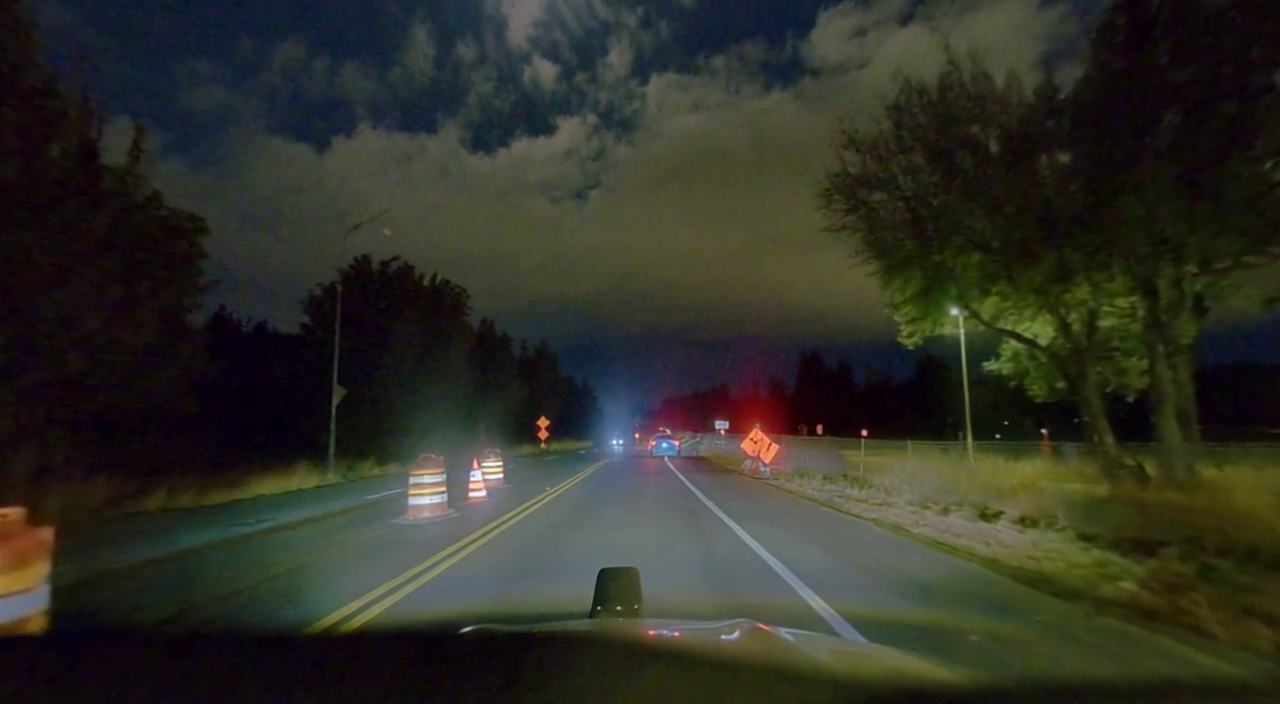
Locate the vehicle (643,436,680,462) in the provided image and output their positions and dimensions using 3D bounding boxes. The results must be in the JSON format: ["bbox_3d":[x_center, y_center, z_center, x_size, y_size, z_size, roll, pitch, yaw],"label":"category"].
[{"bbox_3d":[1.396,5.998,39.146,2.172,1.486,3.581,-1,-9,4],"label":"vehicle"}]
